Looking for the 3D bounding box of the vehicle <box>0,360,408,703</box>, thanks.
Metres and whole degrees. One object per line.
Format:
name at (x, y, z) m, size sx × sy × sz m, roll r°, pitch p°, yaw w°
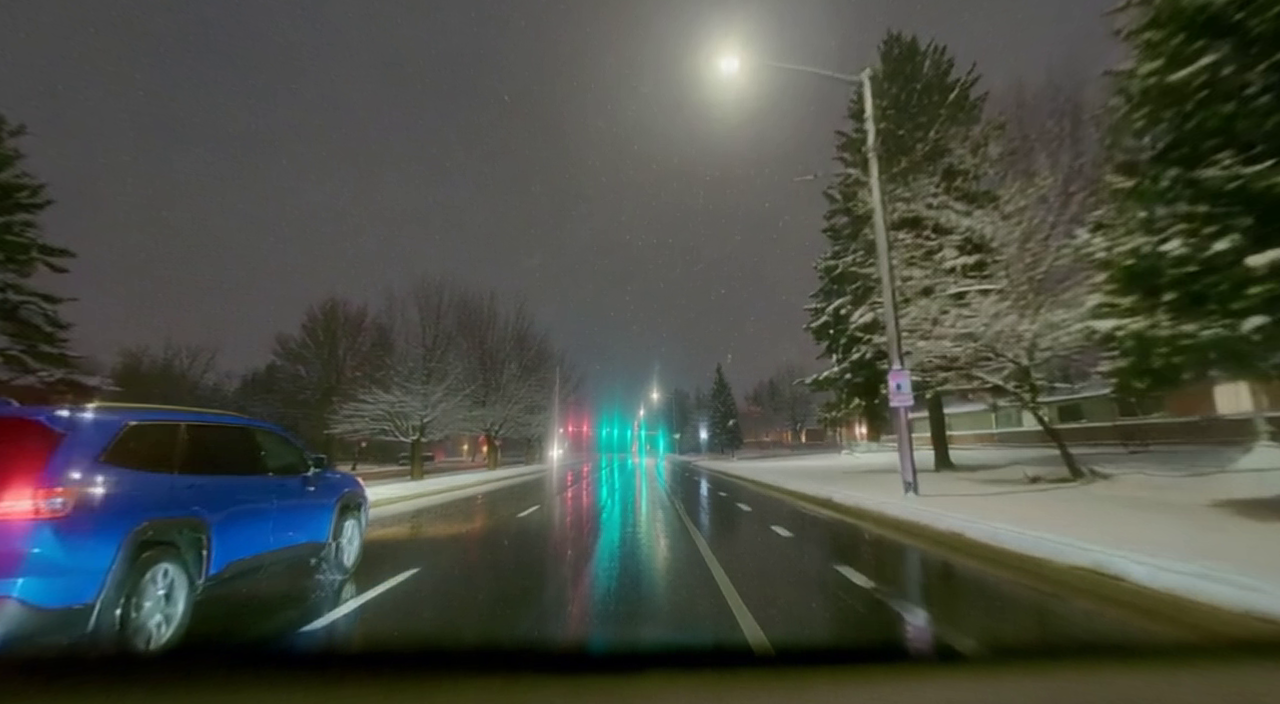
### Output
vehicle at (-3.666, 1.214, 4.757) m, size 2.121 × 1.724 × 4.392 m, roll 0°, pitch -9°, yaw 0°
